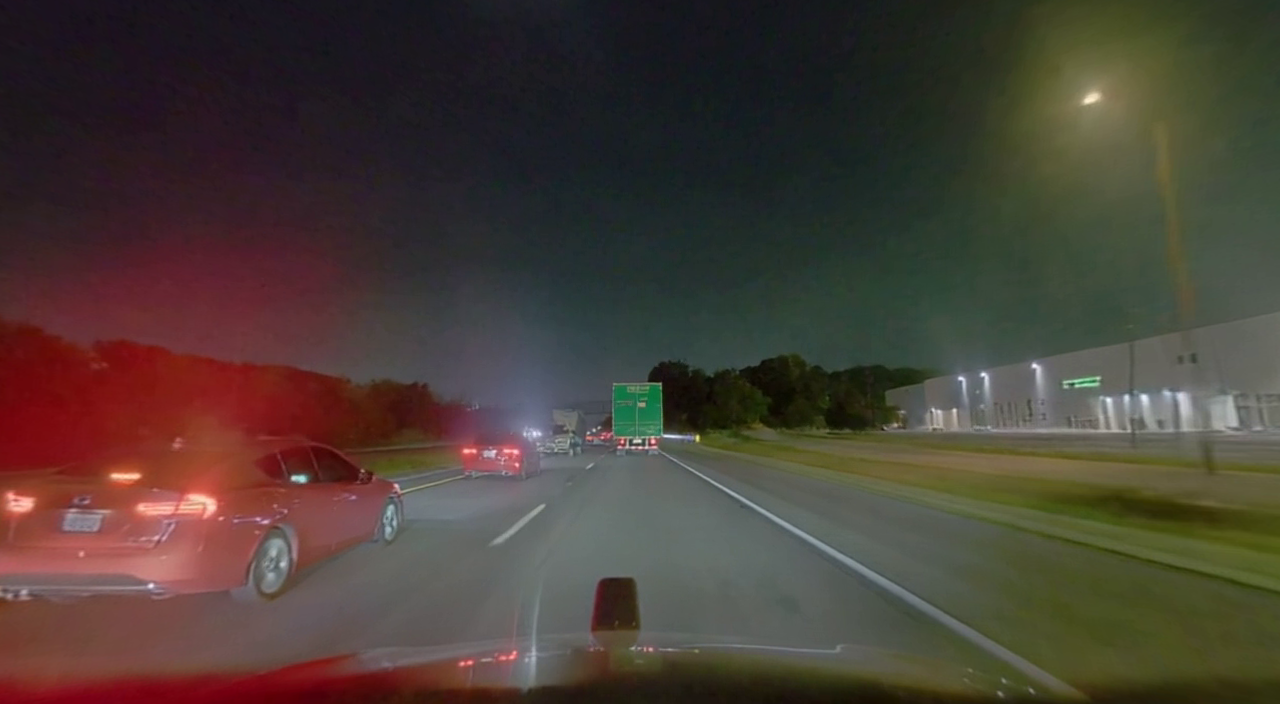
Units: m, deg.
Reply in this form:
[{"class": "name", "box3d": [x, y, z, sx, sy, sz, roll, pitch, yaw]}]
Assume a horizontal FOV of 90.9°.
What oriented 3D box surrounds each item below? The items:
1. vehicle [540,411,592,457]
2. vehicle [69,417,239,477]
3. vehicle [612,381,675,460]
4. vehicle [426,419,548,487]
[{"class": "vehicle", "box3d": [-4.620, 5.305, 40.623, 2.717, 2.714, 6.997, 0, -8, -1]}, {"class": "vehicle", "box3d": [-15.036, 2.957, 19.862, 2.059, 1.679, 4.241, 1, -8, -2]}, {"class": "vehicle", "box3d": [0.071, 4.225, 37.753, 3.259, 4.066, 9.891, 0, -8, -1]}, {"class": "vehicle", "box3d": [-4.001, 2.741, 17.514, 2.005, 1.602, 5.131, 0, -8, 1]}]
